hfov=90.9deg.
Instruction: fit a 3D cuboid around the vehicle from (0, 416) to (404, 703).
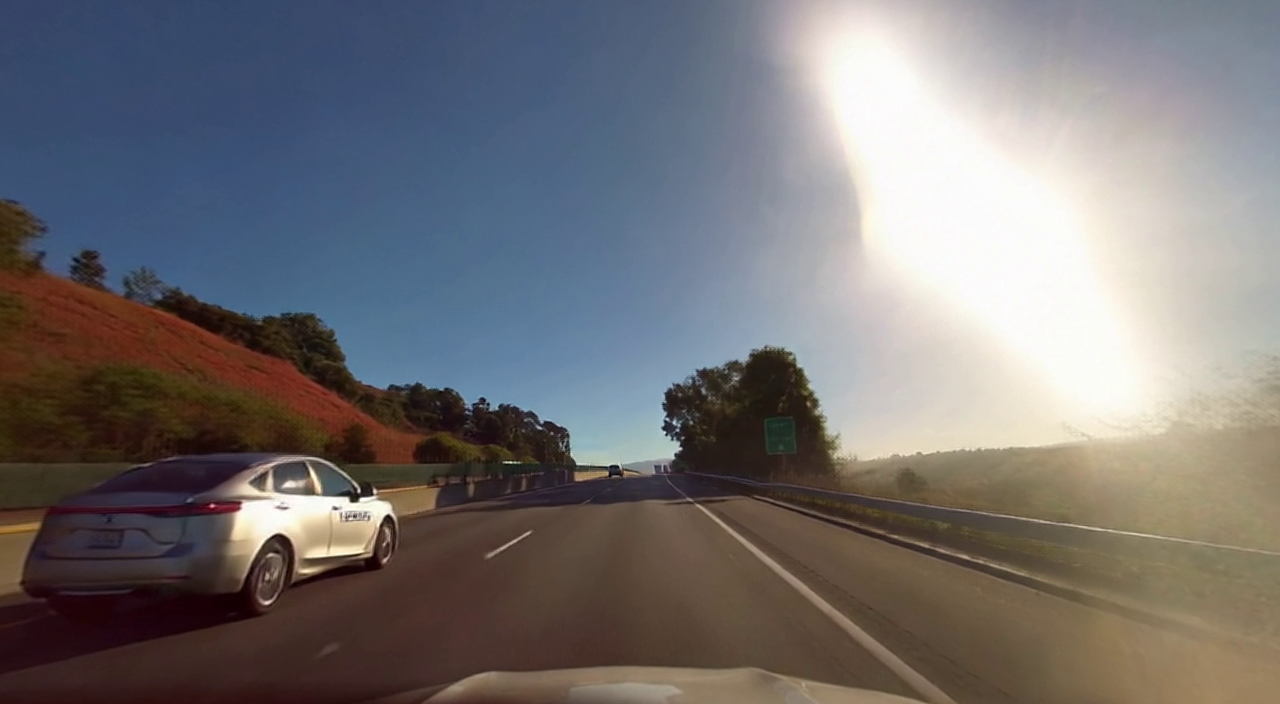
[{"bbox_3d":[-4.067,1.484,5.321,2.135,1.506,5.041,1,-10,1],"label":"vehicle"}]
